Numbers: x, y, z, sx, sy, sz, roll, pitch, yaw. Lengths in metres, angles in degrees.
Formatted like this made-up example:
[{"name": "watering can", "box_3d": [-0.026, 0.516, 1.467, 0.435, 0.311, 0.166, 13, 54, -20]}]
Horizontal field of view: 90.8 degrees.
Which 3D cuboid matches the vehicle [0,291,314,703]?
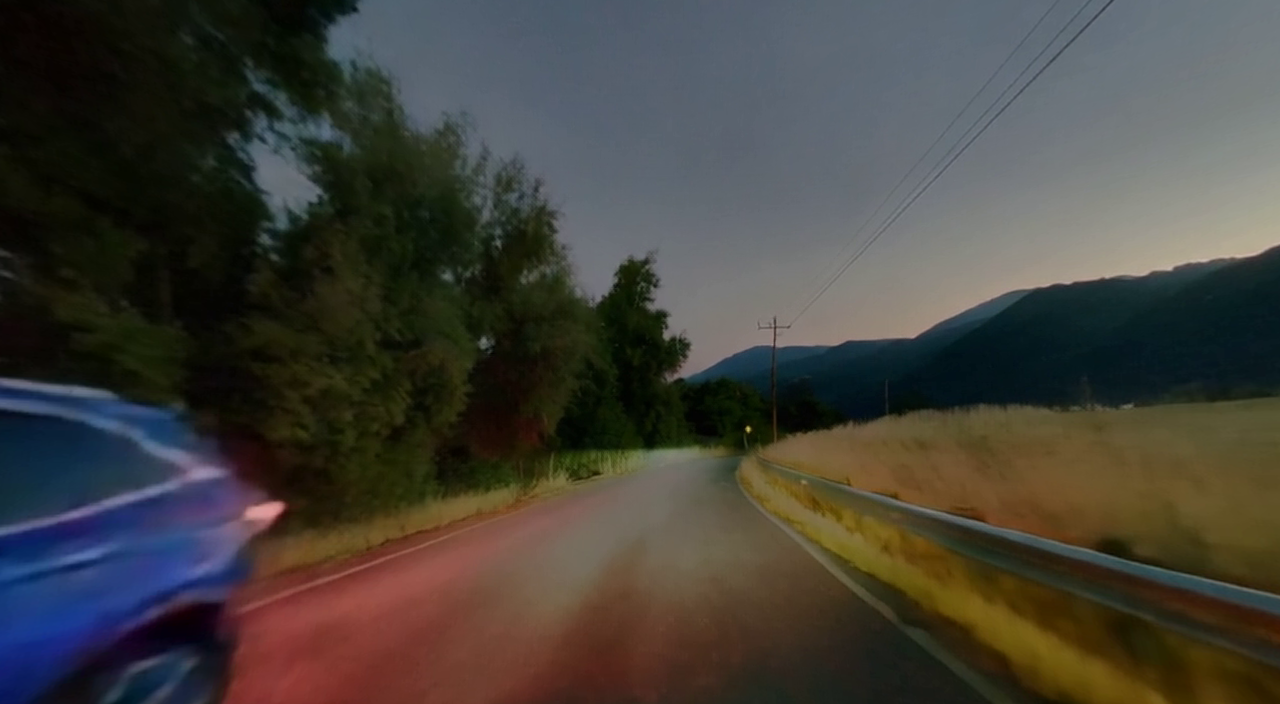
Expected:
[{"name": "vehicle", "box_3d": [-2.810, 0.605, 0.653, 2.251, 1.799, 4.776, 0, -9, 2]}]
